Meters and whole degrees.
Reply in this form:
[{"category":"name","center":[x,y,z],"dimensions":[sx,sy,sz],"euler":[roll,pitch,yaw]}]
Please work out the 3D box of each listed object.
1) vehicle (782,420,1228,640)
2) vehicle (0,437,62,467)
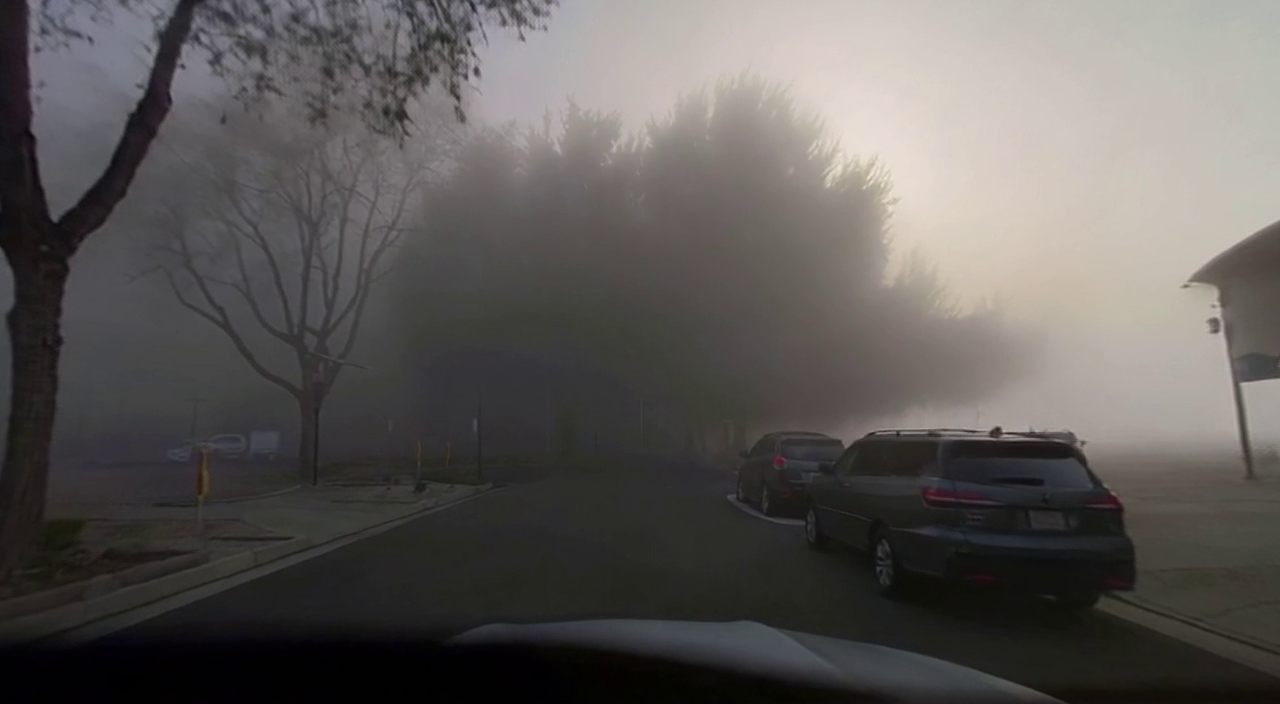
[{"category":"vehicle","center":[3.088,1.592,6.802],"dimensions":[2.064,1.532,4.596],"euler":[0,-8,0]},{"category":"vehicle","center":[-37.152,6.016,38.163],"dimensions":[4.157,1.687,2.419],"euler":[-6,-11,37]}]
